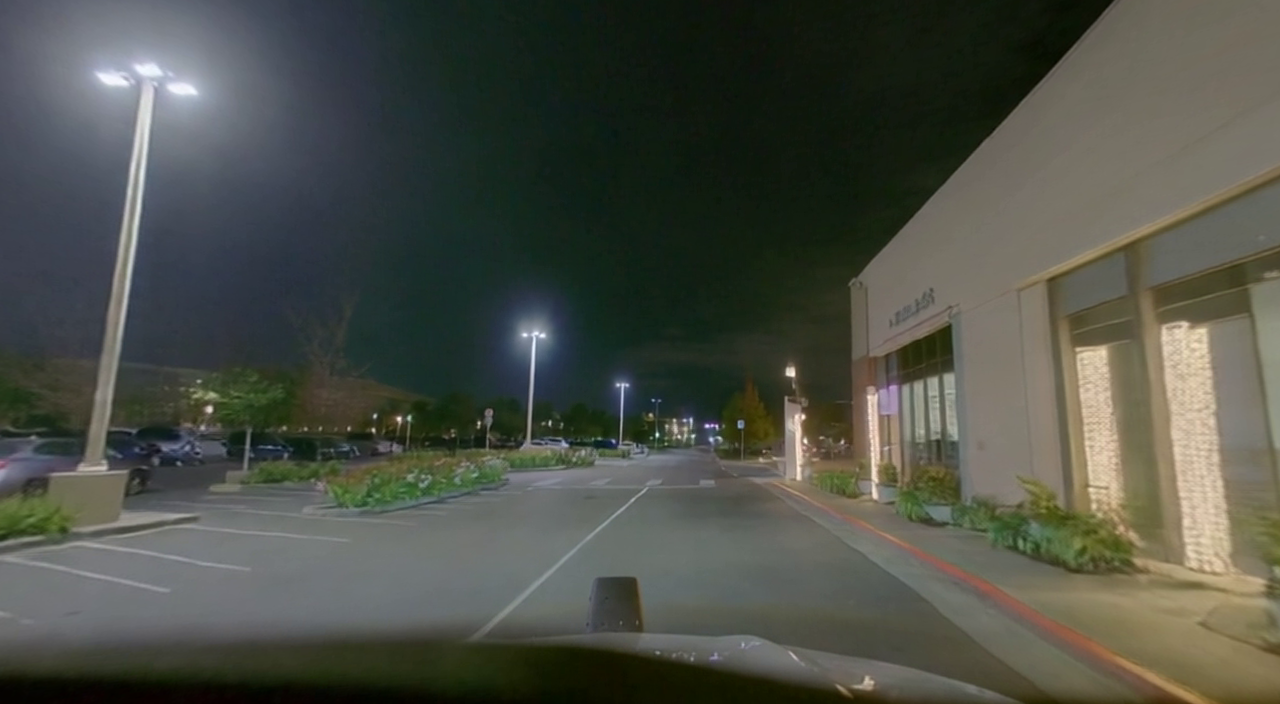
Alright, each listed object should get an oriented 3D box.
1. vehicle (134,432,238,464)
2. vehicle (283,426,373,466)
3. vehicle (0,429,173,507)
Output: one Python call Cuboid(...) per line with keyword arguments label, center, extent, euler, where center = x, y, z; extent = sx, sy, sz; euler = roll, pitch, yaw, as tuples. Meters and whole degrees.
Cuboid(label="vehicle", center=(-23.897, 5.073, 33.509), extent=(1.876, 1.591, 4.470), euler=(-1, -8, 6))
Cuboid(label="vehicle", center=(-16.057, 4.890, 32.840), extent=(1.972, 1.923, 4.535), euler=(-1, -8, 6))
Cuboid(label="vehicle", center=(-12.692, 2.406, 13.428), extent=(1.847, 1.443, 4.484), euler=(-1, -8, 5))
